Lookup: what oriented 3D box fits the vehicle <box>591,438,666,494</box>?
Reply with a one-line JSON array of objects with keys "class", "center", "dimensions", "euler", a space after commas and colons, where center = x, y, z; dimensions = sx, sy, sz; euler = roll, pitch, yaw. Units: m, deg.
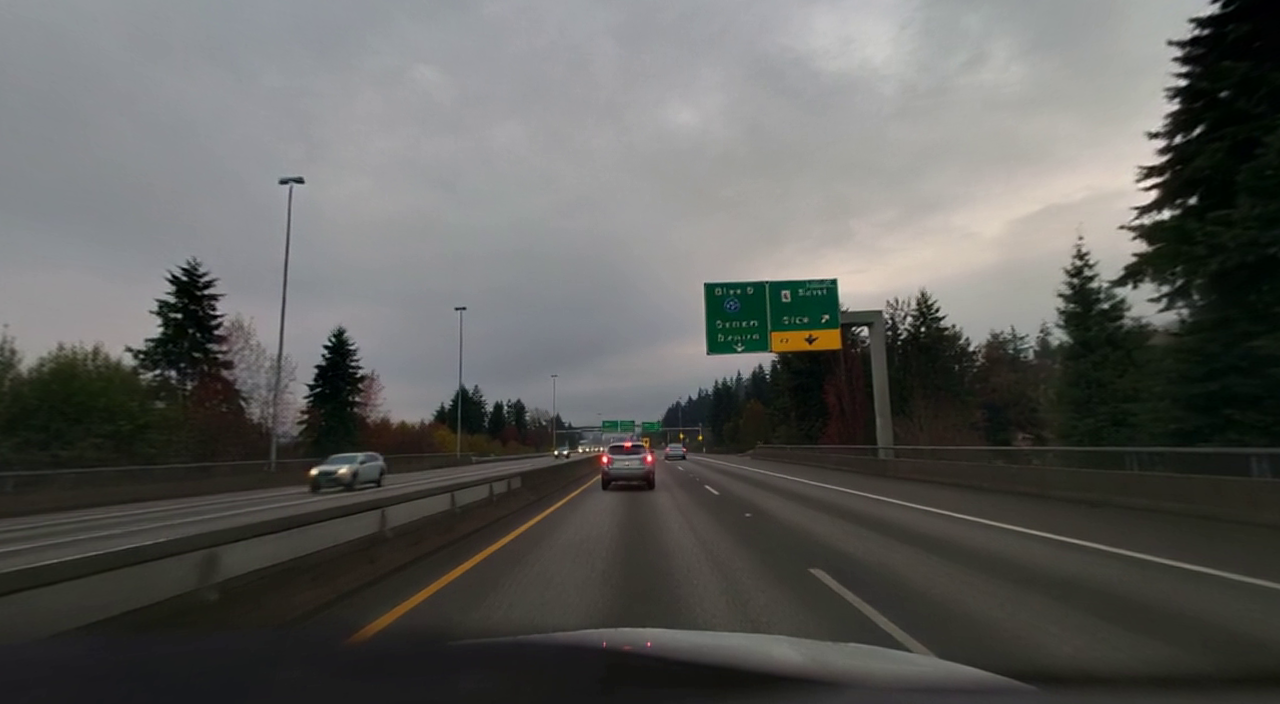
[{"class": "vehicle", "center": [-0.303, 3.345, 18.795], "dimensions": [2.003, 1.490, 3.636], "euler": [0, -9, 0]}]
